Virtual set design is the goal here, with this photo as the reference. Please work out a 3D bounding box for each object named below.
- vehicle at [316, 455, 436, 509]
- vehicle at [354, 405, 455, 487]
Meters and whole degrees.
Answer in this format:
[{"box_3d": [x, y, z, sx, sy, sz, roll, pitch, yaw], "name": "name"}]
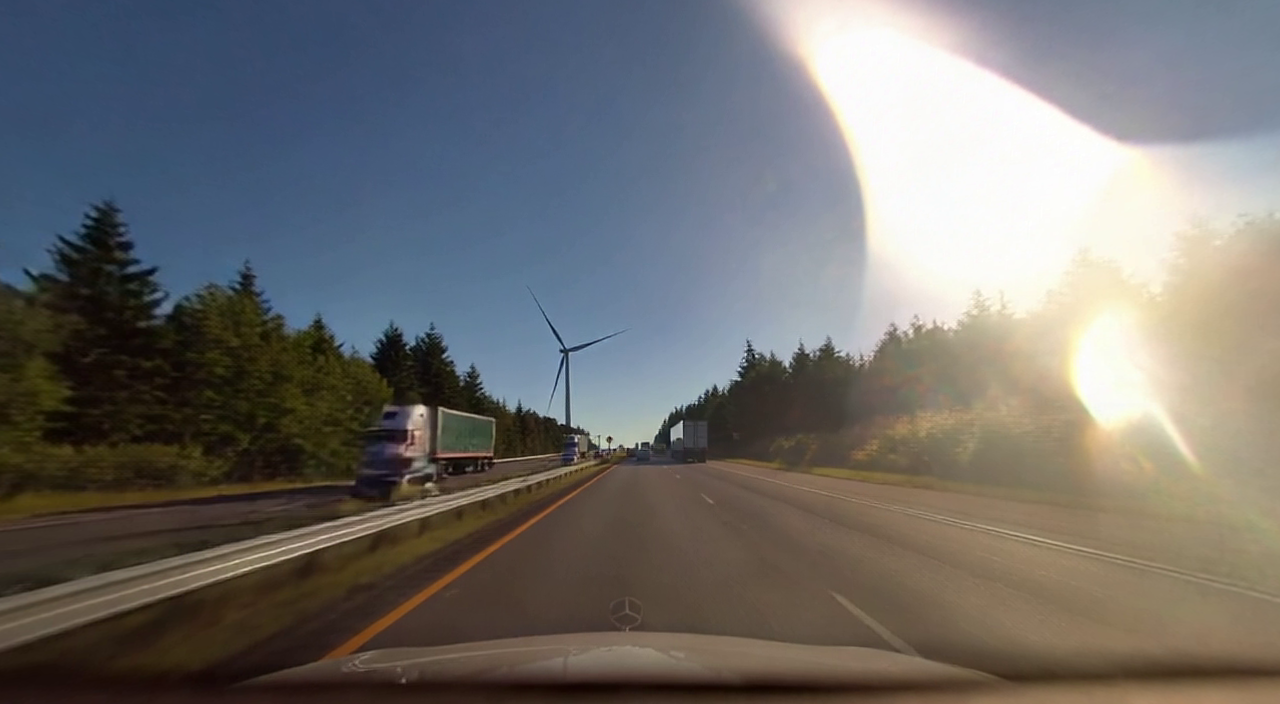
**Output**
[{"box_3d": [-8.401, 4.138, 20.568, 2.015, 1.523, 4.279, 0, -9, 1], "name": "vehicle"}, {"box_3d": [-12.492, 5.091, 34.092, 3.016, 3.985, 5.905, 0, -9, 0], "name": "vehicle"}]
